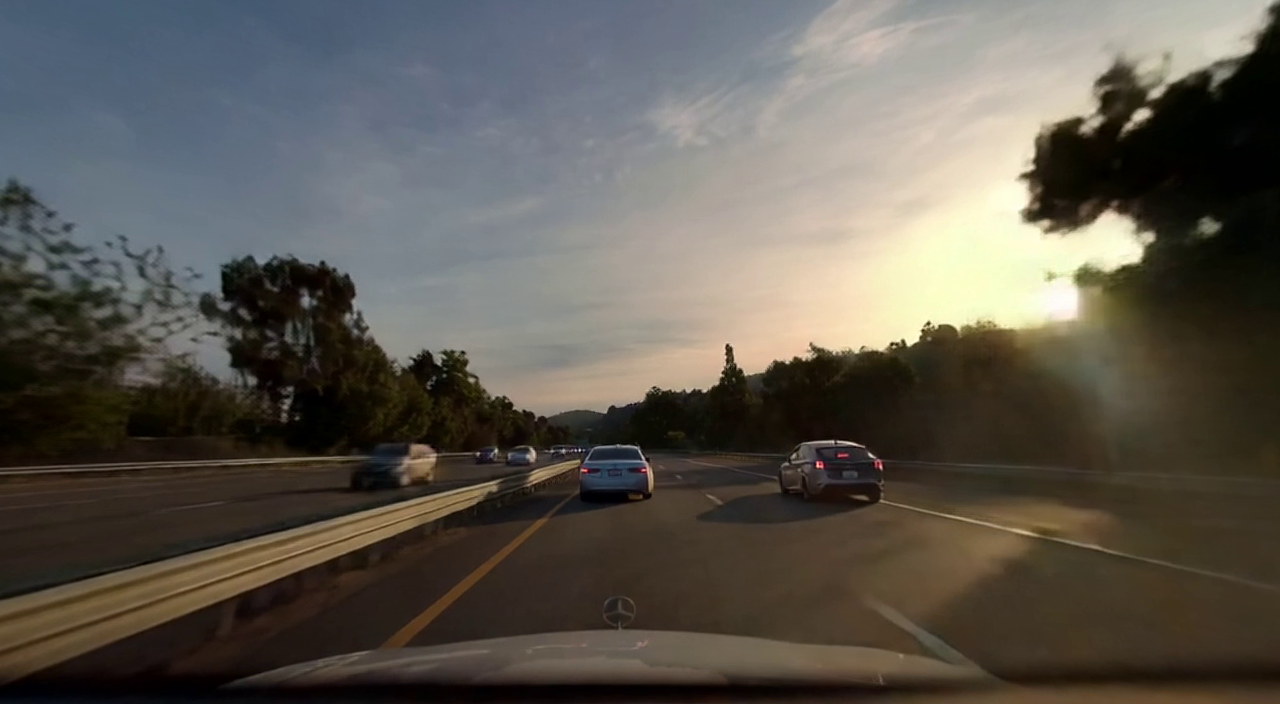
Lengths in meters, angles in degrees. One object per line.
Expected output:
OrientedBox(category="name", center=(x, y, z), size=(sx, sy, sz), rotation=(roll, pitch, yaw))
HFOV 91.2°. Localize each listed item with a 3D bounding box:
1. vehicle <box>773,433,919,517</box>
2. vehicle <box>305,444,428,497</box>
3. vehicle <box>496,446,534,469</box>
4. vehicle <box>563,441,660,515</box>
OrientedBox(category="vehicle", center=(4.328, 2.633, 13.859), size=(1.910, 1.554, 3.718), rotation=(0, -9, -1))
OrientedBox(category="vehicle", center=(-8.630, 3.753, 20.285), size=(1.927, 1.496, 4.600), rotation=(0, -9, 0))
OrientedBox(category="vehicle", center=(-9.008, 7.621, 45.542), size=(1.883, 1.531, 4.526), rotation=(0, -9, -1))
OrientedBox(category="vehicle", center=(-0.600, 2.941, 15.123), size=(2.013, 1.479, 4.169), rotation=(0, -9, 0))
